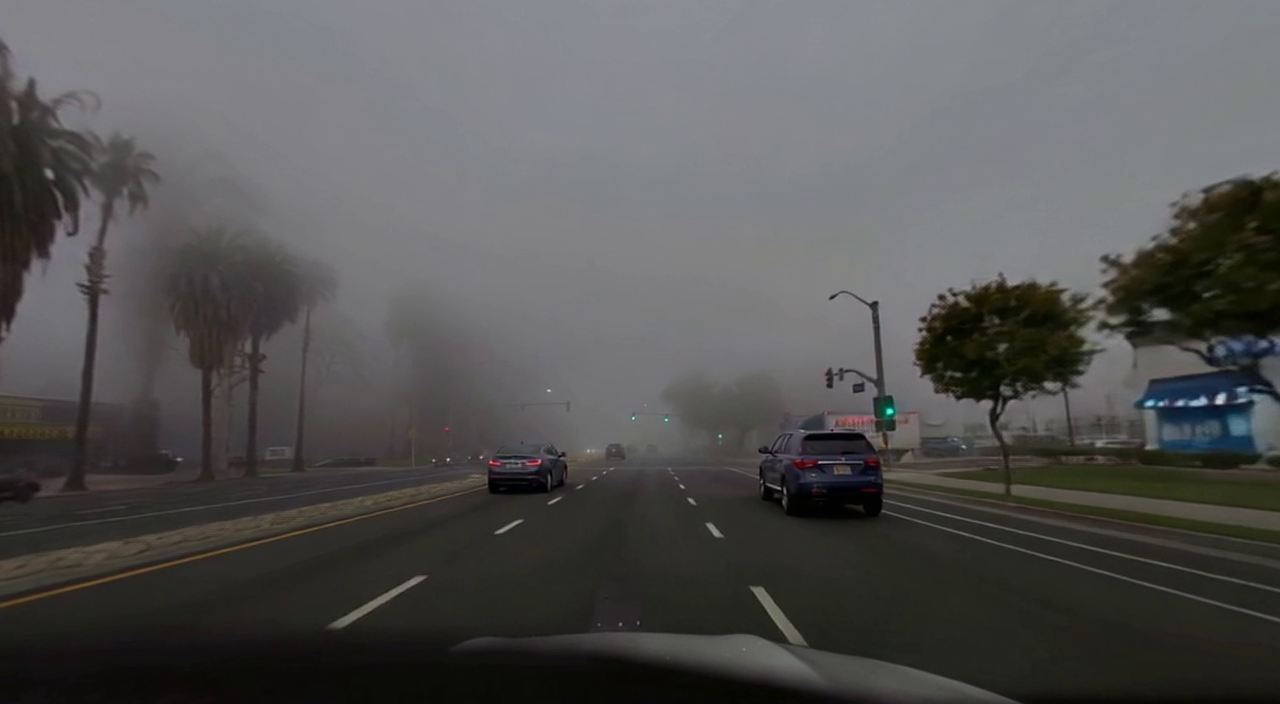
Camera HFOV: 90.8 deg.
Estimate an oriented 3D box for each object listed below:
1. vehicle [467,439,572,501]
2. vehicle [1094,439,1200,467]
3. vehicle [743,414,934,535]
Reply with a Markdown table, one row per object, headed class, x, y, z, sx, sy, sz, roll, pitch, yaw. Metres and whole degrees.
| class | x | y | z | sx | sy | sz | roll | pitch | yaw |
| --- | --- | --- | --- | --- | --- | --- | --- | --- | --- |
| vehicle | -3.183 | 3.199 | 17.582 | 2.034 | 1.498 | 3.995 | -1 | -9 | 2 |
| vehicle | 31.668 | 6.330 | 39.724 | 1.947 | 1.539 | 5.296 | -2 | -8 | -4 |
| vehicle | 3.213 | 2.093 | 11.290 | 1.982 | 1.711 | 4.276 | 0 | -9 | 0 |
